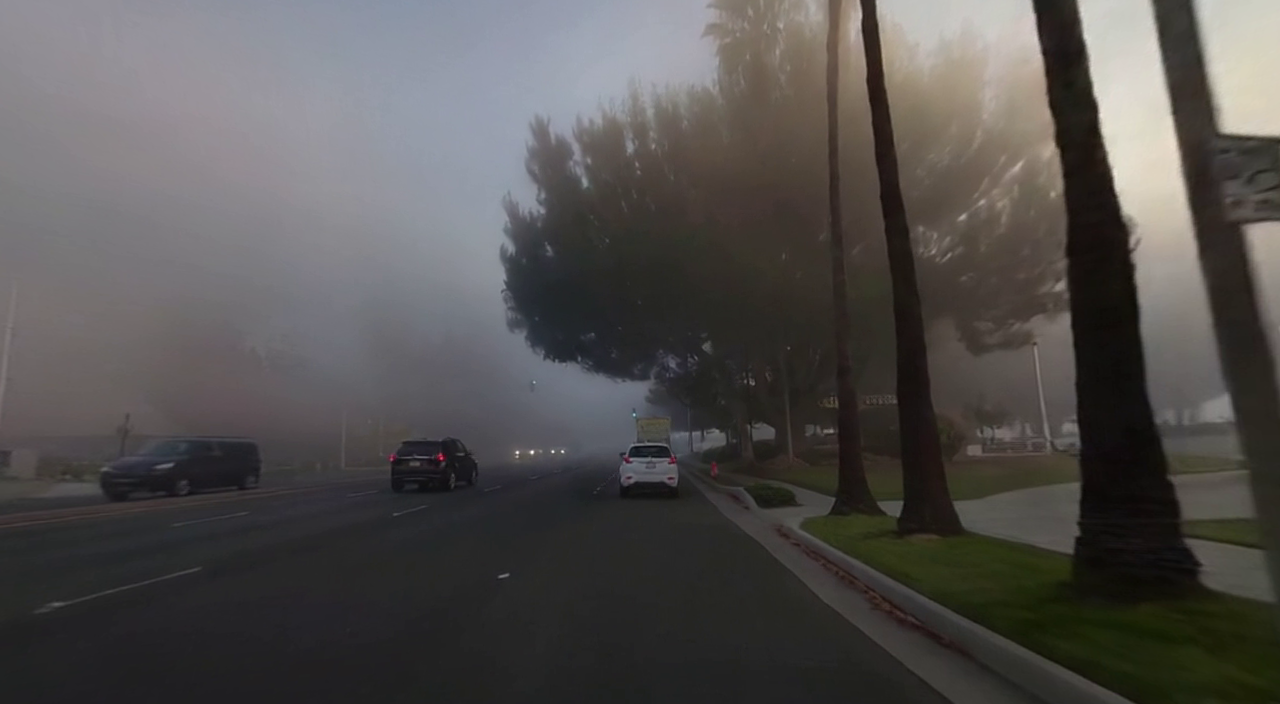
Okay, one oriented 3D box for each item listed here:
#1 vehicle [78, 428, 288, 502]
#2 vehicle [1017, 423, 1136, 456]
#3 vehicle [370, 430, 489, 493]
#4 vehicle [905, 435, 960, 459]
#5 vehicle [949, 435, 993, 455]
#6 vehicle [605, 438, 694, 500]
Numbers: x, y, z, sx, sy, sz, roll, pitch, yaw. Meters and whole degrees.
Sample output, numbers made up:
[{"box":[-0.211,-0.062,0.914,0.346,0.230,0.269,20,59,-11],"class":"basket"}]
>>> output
[{"box":[-12.971,3.243,18.456,2.128,1.818,5.441,0,-9,-1],"class":"vehicle"},{"box":[26.317,5.307,37.952,5.769,1.925,2.364,2,-9,-10],"class":"vehicle"},{"box":[-6.306,3.339,19.434,2.057,1.705,4.394,0,-9,1],"class":"vehicle"},{"box":[20.168,6.545,43.192,4.471,1.501,1.952,9,-12,-44],"class":"vehicle"},{"box":[25.795,7.216,48.831,1.781,1.477,4.202,-8,-12,44],"class":"vehicle"},{"box":[0.290,3.152,17.396,2.145,1.483,4.453,0,-9,1],"class":"vehicle"}]
